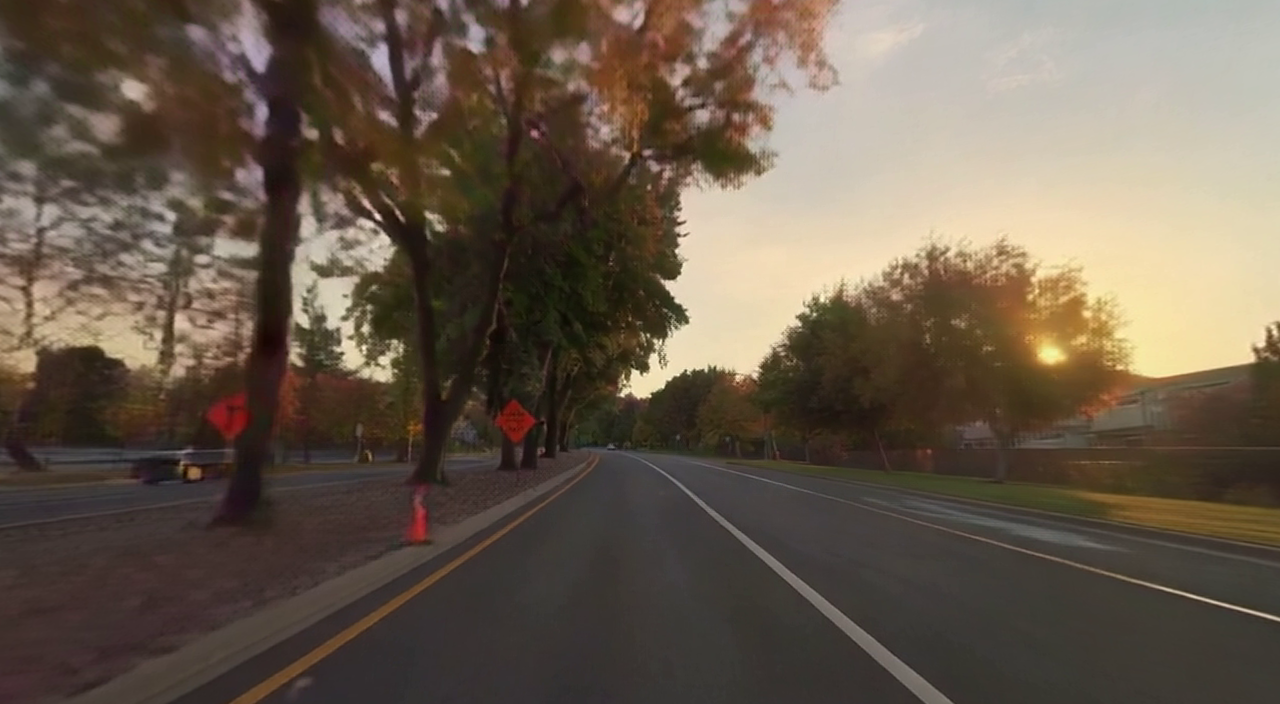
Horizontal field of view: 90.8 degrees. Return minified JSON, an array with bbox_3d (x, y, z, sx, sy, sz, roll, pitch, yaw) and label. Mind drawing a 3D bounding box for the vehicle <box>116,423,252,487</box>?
[{"bbox_3d":[-15.724,3.561,22.032,2.340,2.062,3.192,0,-8,-3],"label":"vehicle"}]
